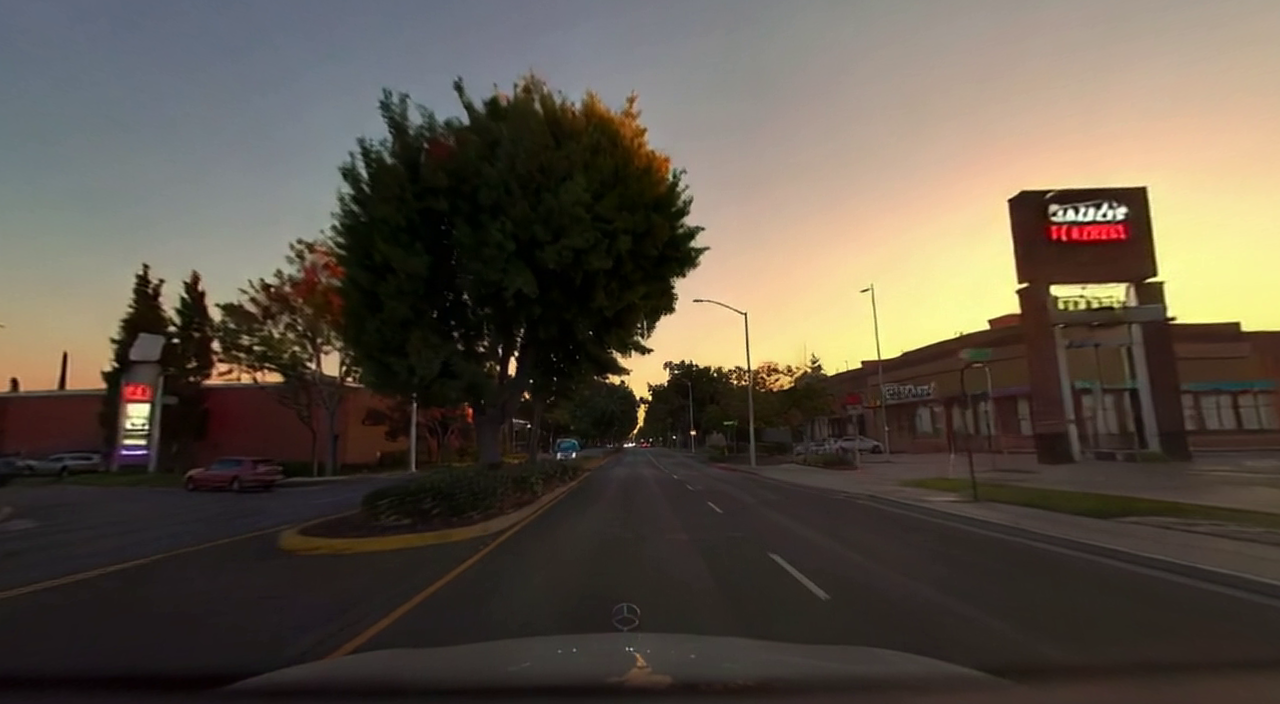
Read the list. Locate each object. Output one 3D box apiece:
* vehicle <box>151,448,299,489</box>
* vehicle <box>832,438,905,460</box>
[{"bbox_3d":[-17.002,4.777,26.083,4.658,1.544,2.056,0,-8,1],"label":"vehicle"},{"bbox_3d":[16.054,6.839,44.502,4.372,1.455,1.914,0,-8,-2],"label":"vehicle"}]
